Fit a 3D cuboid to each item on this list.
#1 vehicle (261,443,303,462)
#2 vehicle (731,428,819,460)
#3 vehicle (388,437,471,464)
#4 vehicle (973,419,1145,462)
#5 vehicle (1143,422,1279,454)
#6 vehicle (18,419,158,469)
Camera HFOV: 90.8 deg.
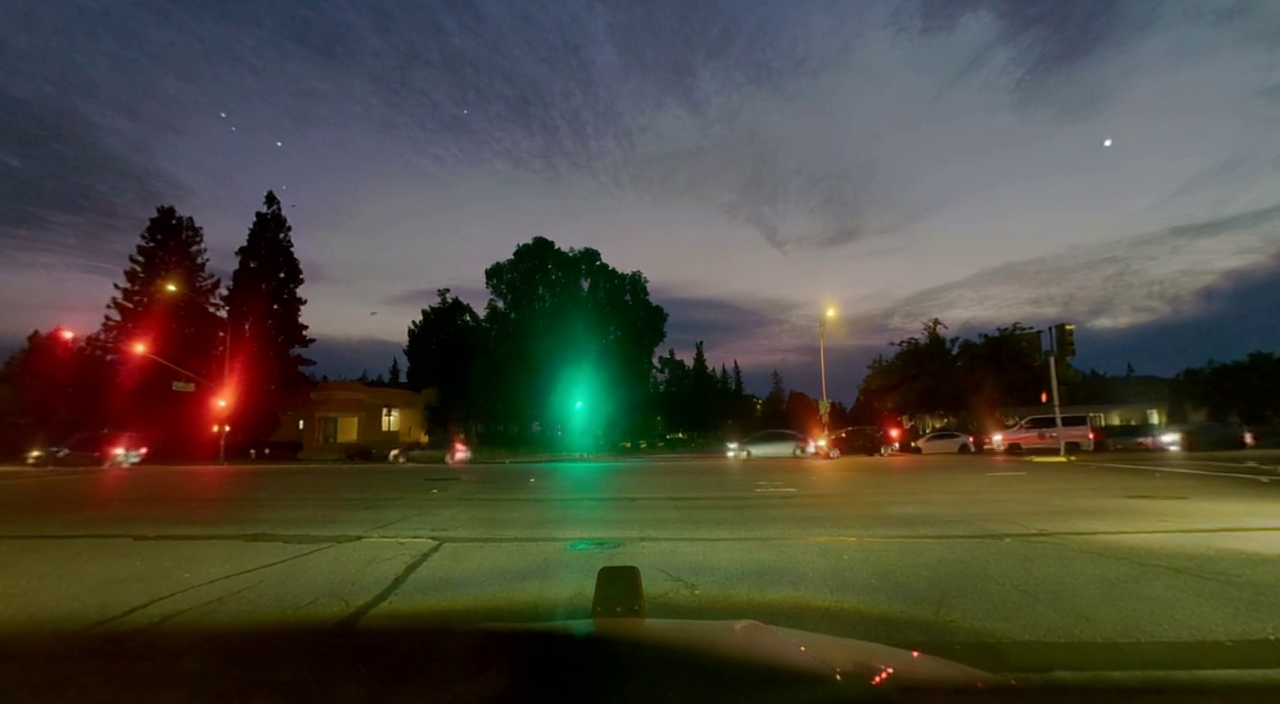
[{"bbox_3d":[-28.046,7.878,49.626,2.235,1.417,4.272,3,-9,-21],"label":"vehicle"},{"bbox_3d":[7.455,5.102,34.994,4.590,1.701,1.881,-2,-9,11],"label":"vehicle"},{"bbox_3d":[-12.808,6.009,38.521,4.370,1.592,1.886,-2,-9,11],"label":"vehicle"},{"bbox_3d":[15.038,3.212,22.944,4.749,1.461,1.892,-1,-9,9],"label":"vehicle"},{"bbox_3d":[28.106,4.259,31.048,4.801,1.494,1.915,-2,-9,10],"label":"vehicle"},{"bbox_3d":[-37.728,6.294,43.260,7.790,3.197,2.653,-2,-9,10],"label":"vehicle"}]
